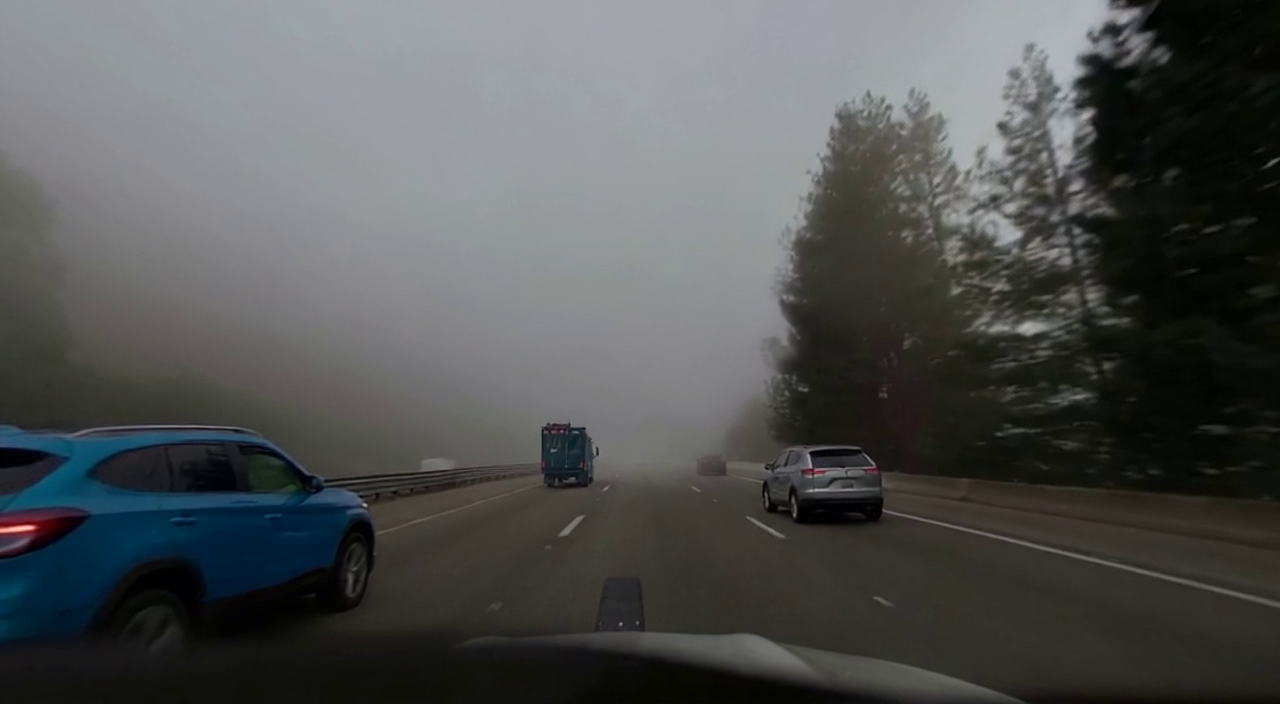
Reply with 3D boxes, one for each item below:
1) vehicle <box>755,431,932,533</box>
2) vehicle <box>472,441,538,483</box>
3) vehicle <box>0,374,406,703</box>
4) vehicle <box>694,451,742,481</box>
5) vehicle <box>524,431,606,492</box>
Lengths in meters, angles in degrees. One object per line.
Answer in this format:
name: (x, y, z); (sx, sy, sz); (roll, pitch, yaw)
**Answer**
vehicle: (3.861, 2.573, 12.982); (2.066, 1.696, 4.604); (0, -9, 0)
vehicle: (-6.661, 5.516, 31.685); (2.149, 1.922, 4.976); (0, -9, 0)
vehicle: (-3.587, 1.277, 4.551); (2.080, 1.716, 4.207); (0, -9, 1)
vehicle: (4.356, 6.450, 35.992); (2.071, 1.570, 4.637); (0, -9, -1)
vehicle: (-2.802, 4.309, 24.988); (2.494, 2.136, 5.539); (0, -9, 1)
